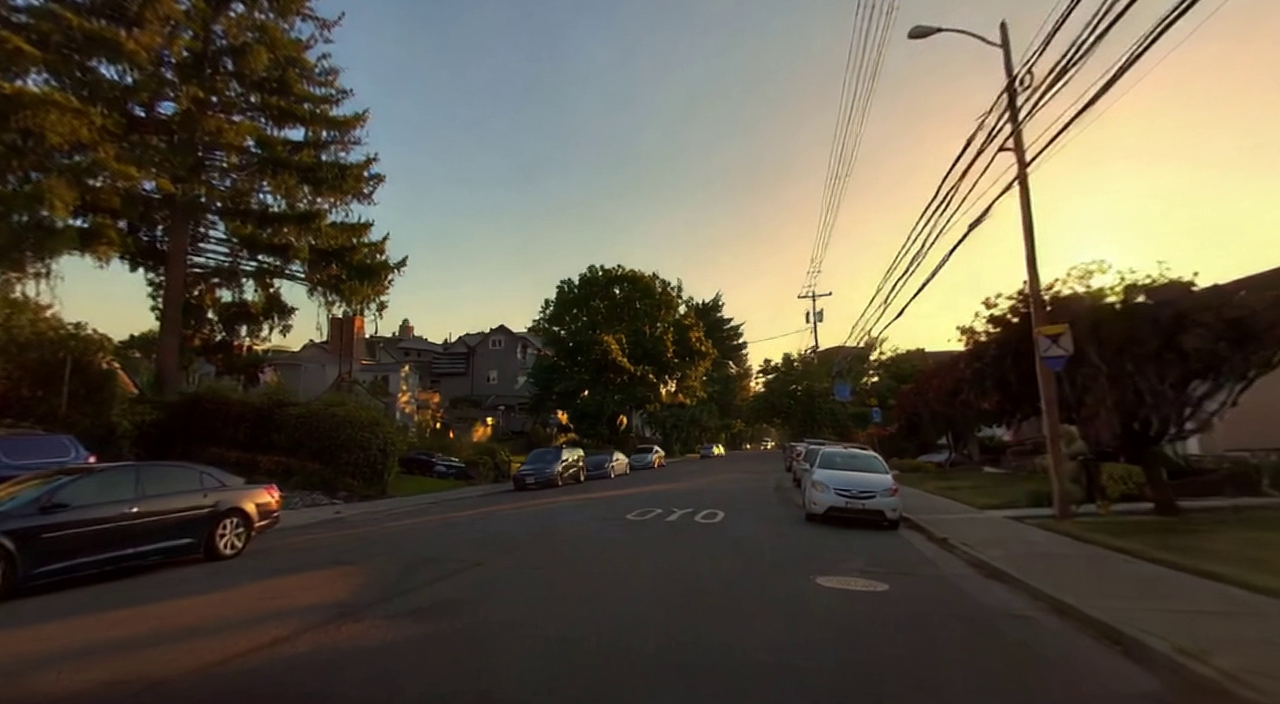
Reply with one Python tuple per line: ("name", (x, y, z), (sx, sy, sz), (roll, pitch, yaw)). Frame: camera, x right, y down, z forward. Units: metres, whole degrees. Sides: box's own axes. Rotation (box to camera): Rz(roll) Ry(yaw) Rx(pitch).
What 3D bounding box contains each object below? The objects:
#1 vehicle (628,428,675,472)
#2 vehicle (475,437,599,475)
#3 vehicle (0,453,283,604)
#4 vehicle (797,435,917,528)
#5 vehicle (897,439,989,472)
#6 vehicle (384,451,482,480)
("vehicle", (0.908, 6.954, 45.136), (2.199, 2.902, 5.848), (-2, -9, 12))
("vehicle", (-5.802, 5.849, 35.807), (6.488, 2.009, 2.354), (-2, -9, 12))
("vehicle", (-7.066, 2.015, 7.844), (1.968, 1.449, 4.502), (-2, -9, 13))
("vehicle", (4.136, 2.477, 12.566), (1.908, 1.572, 3.105), (-2, -9, 13))
("vehicle", (16.131, 5.537, 33.883), (4.075, 1.674, 1.811), (-2, -9, 13))
("vehicle", (-10.662, 5.858, 32.672), (4.481, 1.420, 1.712), (-1, -9, 9))
